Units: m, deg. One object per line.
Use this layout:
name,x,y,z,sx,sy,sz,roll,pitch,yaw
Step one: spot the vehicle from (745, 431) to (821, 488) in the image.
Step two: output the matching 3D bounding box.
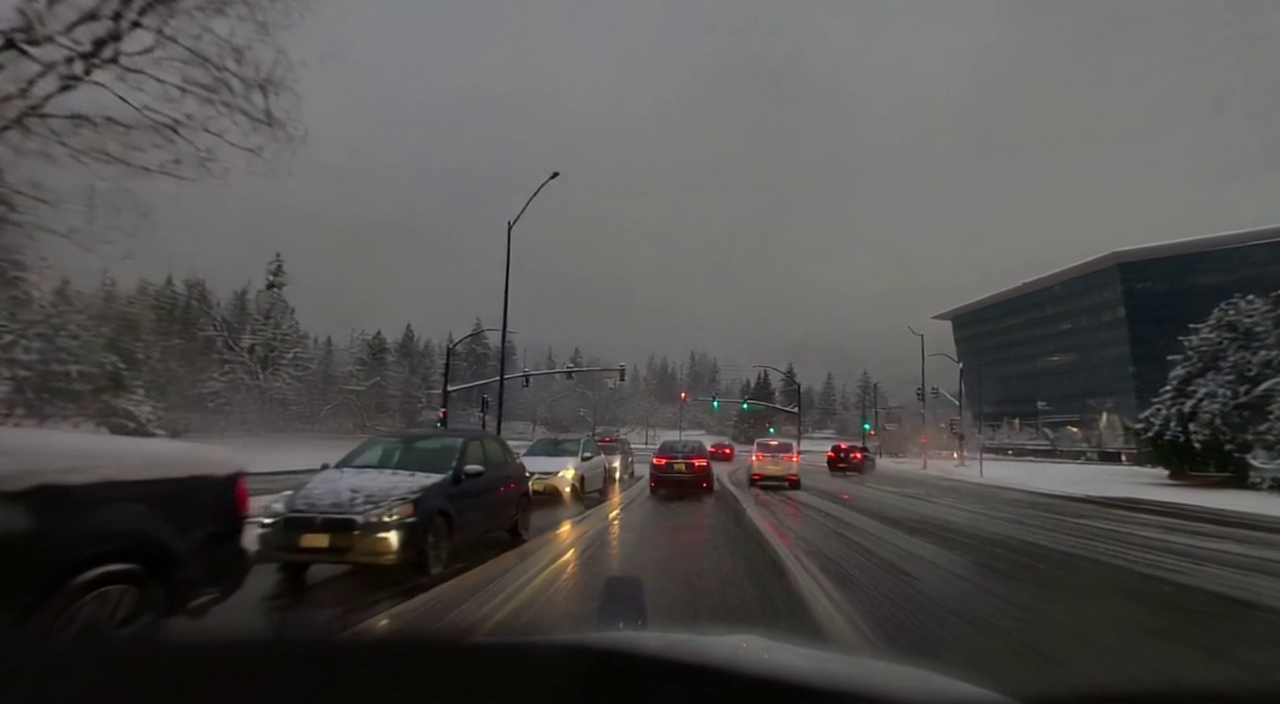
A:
vehicle,5.005,3.837,22.708,2.102,1.815,4.716,-1,-9,6

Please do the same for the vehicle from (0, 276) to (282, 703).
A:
vehicle,-3.347,0.535,1.263,2.142,1.834,4.588,-1,-9,7

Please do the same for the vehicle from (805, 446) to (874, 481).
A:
vehicle,9.359,5.250,29.859,2.120,1.497,4.323,0,-8,4

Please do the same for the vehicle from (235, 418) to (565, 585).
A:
vehicle,-2.554,1.719,8.159,2.068,1.525,4.452,-1,-9,8

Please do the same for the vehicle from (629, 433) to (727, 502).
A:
vehicle,1.105,2.983,16.716,2.205,1.537,4.895,-1,-8,6
